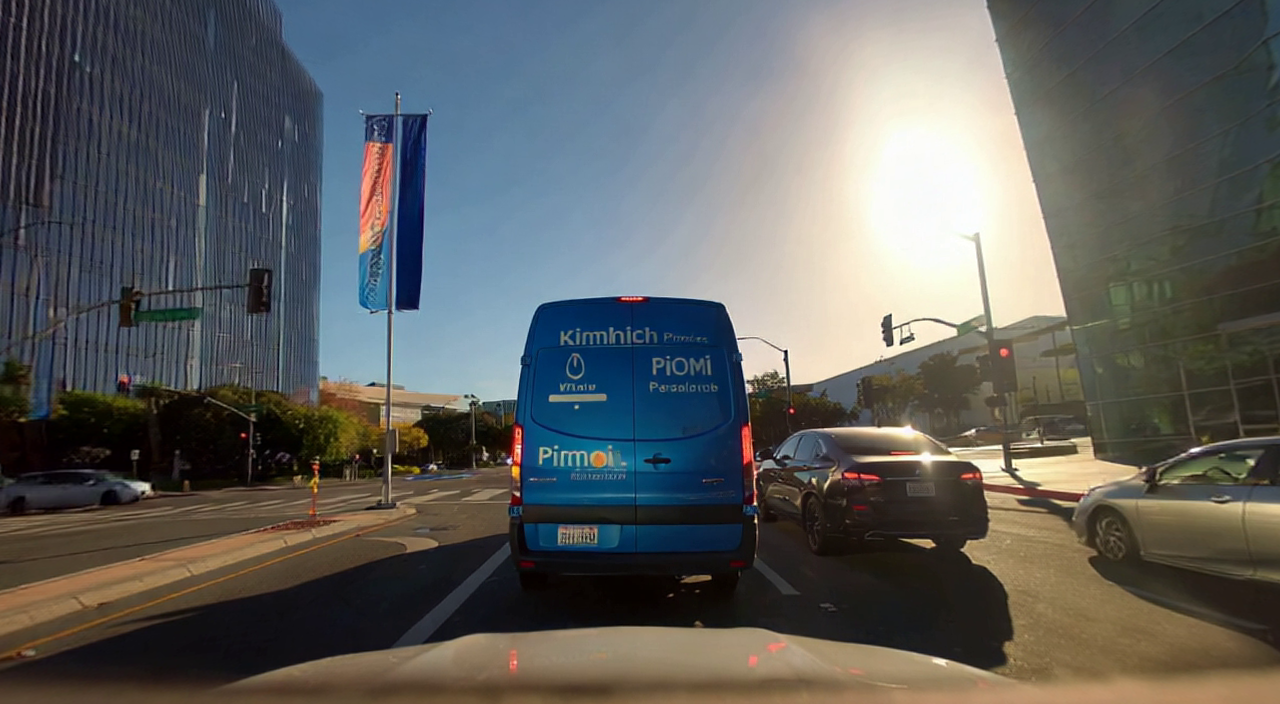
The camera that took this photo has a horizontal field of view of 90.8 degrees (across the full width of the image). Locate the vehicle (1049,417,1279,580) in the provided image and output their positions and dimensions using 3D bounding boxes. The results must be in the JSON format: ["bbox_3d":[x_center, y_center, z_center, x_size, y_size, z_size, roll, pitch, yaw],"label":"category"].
[{"bbox_3d":[7.529,1.577,6.990,1.963,1.669,4.678,3,-9,-20],"label":"vehicle"}]

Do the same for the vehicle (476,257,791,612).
[{"bbox_3d":[-0.015,1.189,9.088,2.613,3.035,7.342,0,-8,1],"label":"vehicle"}]

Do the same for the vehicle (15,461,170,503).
[{"bbox_3d":[-23.087,5.481,26.799,4.659,1.615,1.944,0,-8,-1],"label":"vehicle"}]

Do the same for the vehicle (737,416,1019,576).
[{"bbox_3d":[2.887,1.867,9.040,2.183,1.676,4.506,0,-8,-1],"label":"vehicle"}]
